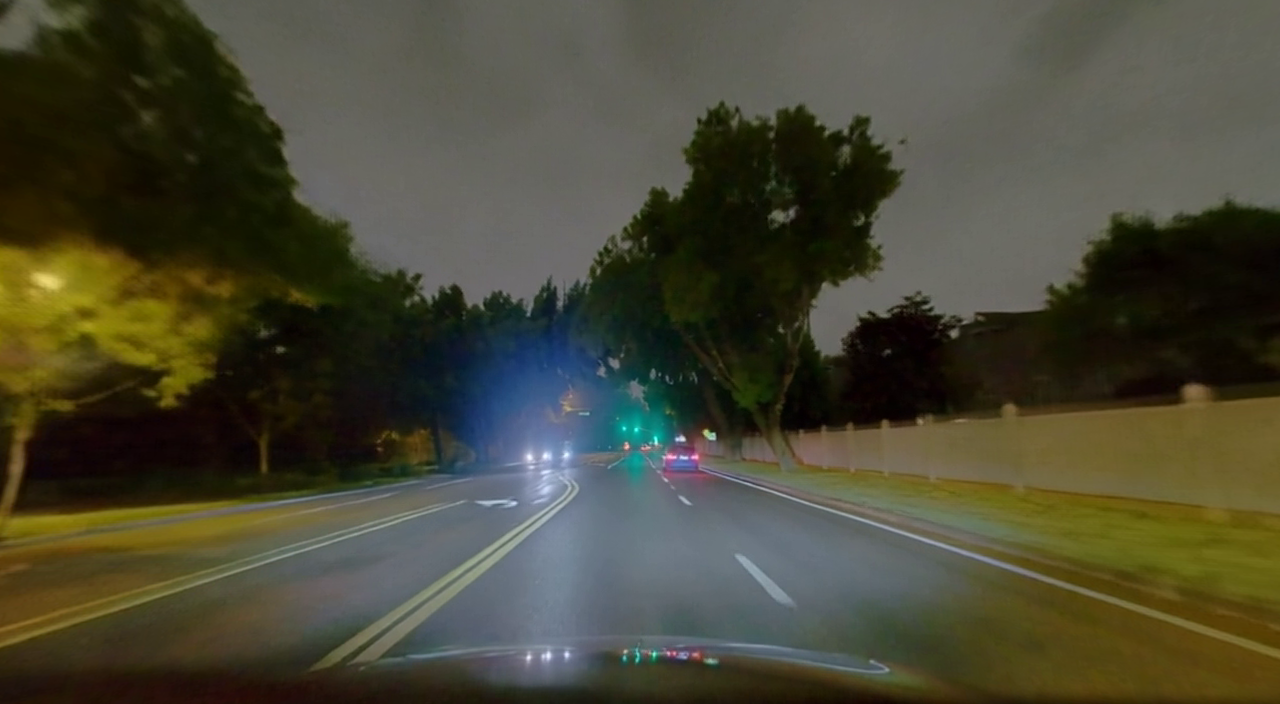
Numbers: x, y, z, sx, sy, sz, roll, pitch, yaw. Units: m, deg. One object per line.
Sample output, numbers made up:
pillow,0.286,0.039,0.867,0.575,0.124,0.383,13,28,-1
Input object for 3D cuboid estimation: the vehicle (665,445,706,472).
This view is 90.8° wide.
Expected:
vehicle,2.536,6.107,36.415,1.991,1.476,4.153,0,-9,-1
